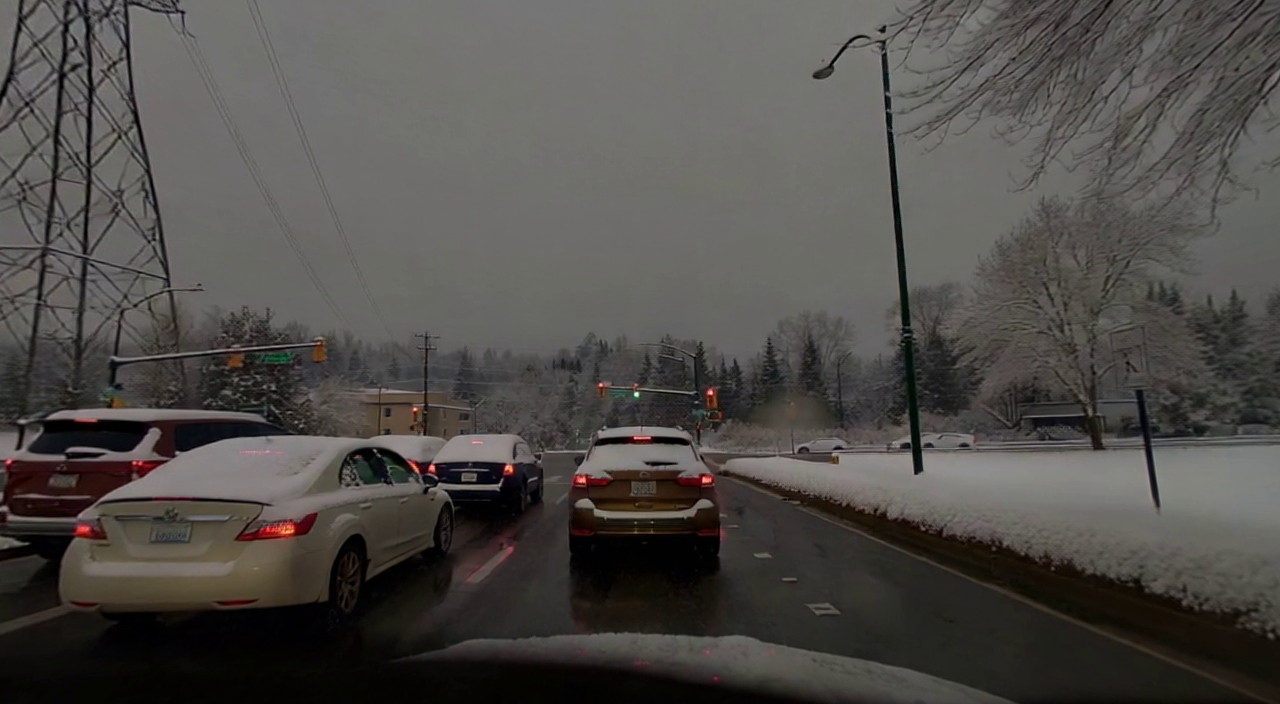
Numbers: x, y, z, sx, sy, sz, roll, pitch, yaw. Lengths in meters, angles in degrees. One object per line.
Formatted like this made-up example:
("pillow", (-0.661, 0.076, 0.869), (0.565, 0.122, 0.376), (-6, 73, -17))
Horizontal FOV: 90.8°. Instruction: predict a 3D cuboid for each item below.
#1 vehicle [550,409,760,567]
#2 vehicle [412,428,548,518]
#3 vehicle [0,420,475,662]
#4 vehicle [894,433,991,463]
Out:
("vehicle", (0.095, 1.764, 8.923), (2.239, 1.661, 4.224), (0, -8, -2))
("vehicle", (-3.242, 2.522, 13.665), (1.997, 1.636, 3.760), (0, -8, -1))
("vehicle", (-3.161, 1.497, 6.202), (1.973, 1.469, 4.448), (0, -8, -1))
("vehicle", (15.113, 4.802, 31.696), (3.858, 1.437, 1.899), (0, -8, -4))
